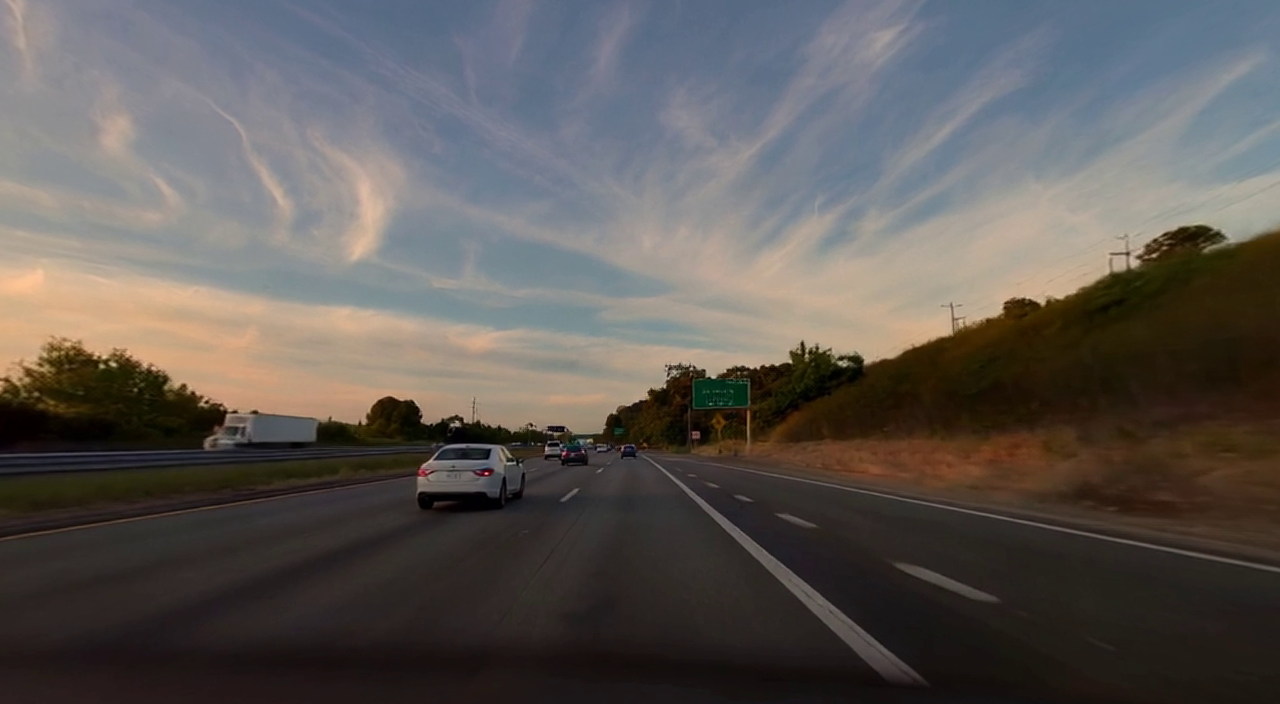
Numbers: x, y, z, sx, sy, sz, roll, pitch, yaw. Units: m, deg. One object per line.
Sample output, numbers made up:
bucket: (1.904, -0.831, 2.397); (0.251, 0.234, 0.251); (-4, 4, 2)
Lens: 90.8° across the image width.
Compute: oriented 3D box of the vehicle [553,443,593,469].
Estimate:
vehicle: (-4.056, 6.397, 38.951); (2.068, 1.501, 4.395); (0, -8, -1)

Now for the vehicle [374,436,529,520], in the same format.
vehicle: (-3.822, 2.621, 13.758); (2.025, 1.506, 4.429); (0, -8, 0)
